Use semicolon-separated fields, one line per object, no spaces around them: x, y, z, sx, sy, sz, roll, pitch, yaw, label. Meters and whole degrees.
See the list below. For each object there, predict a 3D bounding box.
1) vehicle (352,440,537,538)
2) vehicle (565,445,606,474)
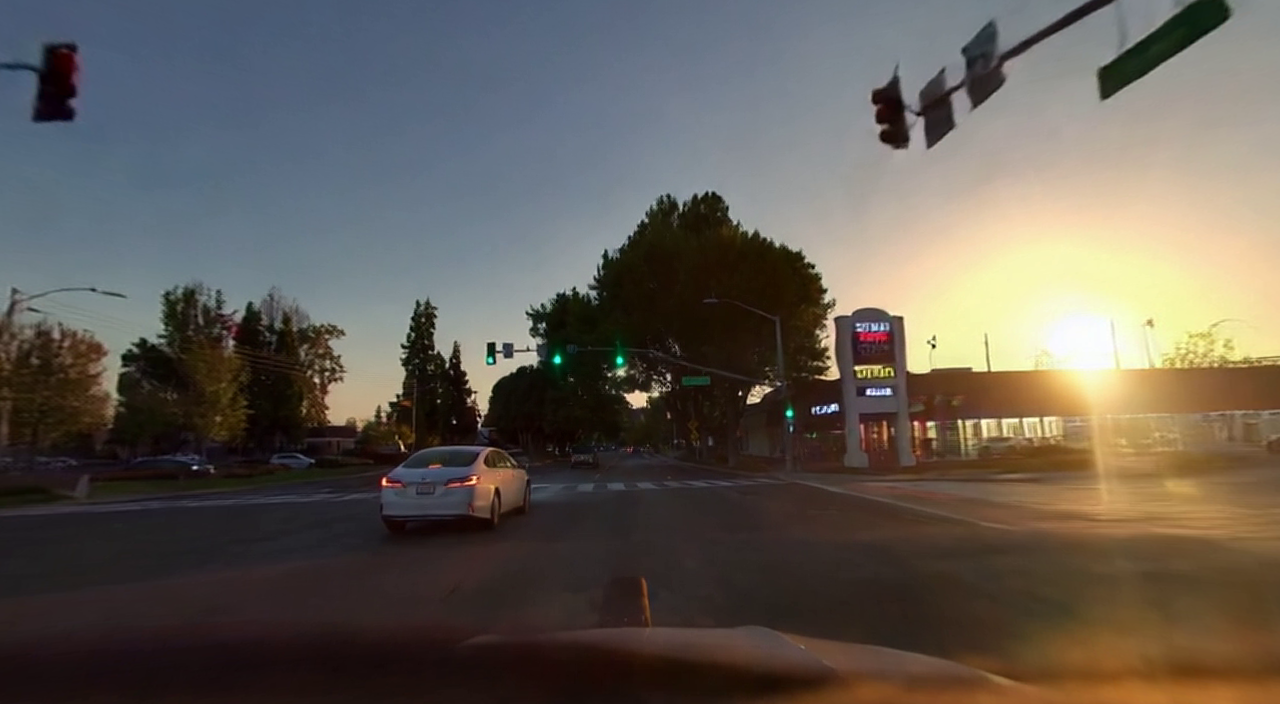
-3.356;2.433;11.883;2.018;1.477;4.401;0;-9;1;vehicle
-3.358;6.699;39.630;2.109;1.692;4.220;0;-9;0;vehicle
